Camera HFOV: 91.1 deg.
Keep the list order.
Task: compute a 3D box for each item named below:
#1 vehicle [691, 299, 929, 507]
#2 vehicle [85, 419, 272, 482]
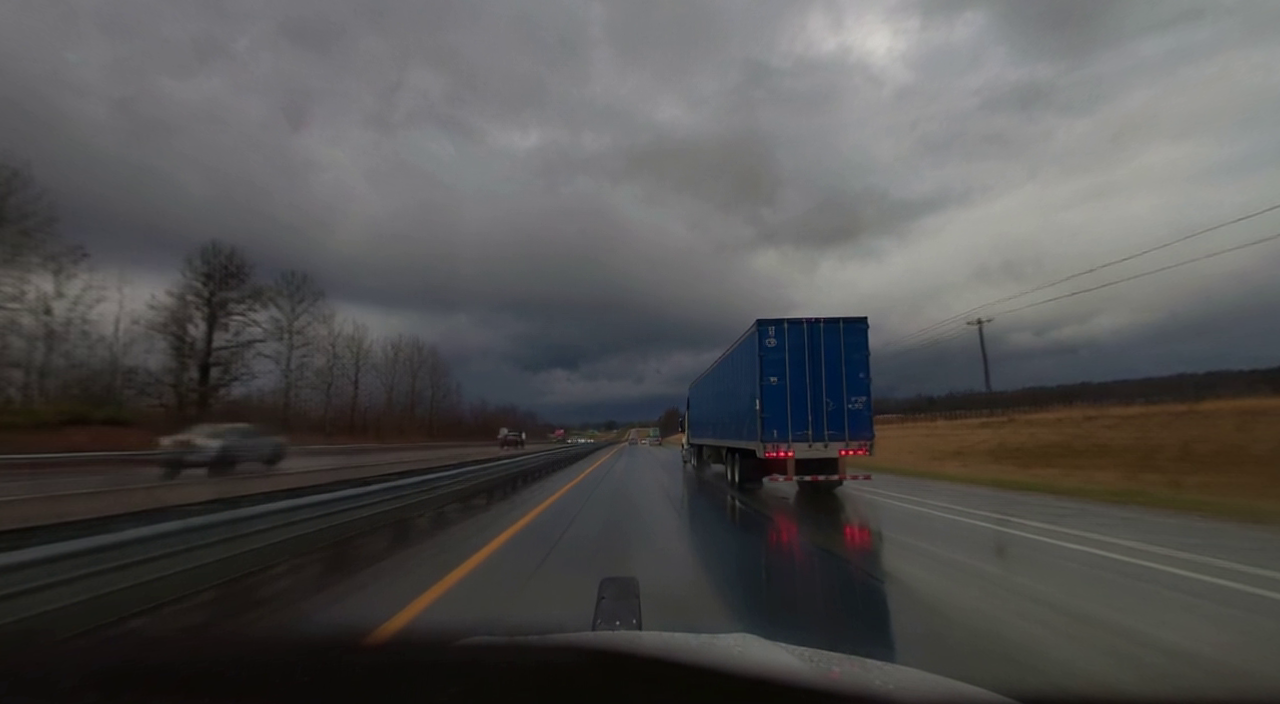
[{"bbox_3d":[4.136,2.142,21.405,3.203,4.273,17.131,0,-8,-1],"label":"vehicle"},{"bbox_3d":[-12.741,2.741,17.813,1.932,1.537,4.480,0,-8,-1],"label":"vehicle"}]
